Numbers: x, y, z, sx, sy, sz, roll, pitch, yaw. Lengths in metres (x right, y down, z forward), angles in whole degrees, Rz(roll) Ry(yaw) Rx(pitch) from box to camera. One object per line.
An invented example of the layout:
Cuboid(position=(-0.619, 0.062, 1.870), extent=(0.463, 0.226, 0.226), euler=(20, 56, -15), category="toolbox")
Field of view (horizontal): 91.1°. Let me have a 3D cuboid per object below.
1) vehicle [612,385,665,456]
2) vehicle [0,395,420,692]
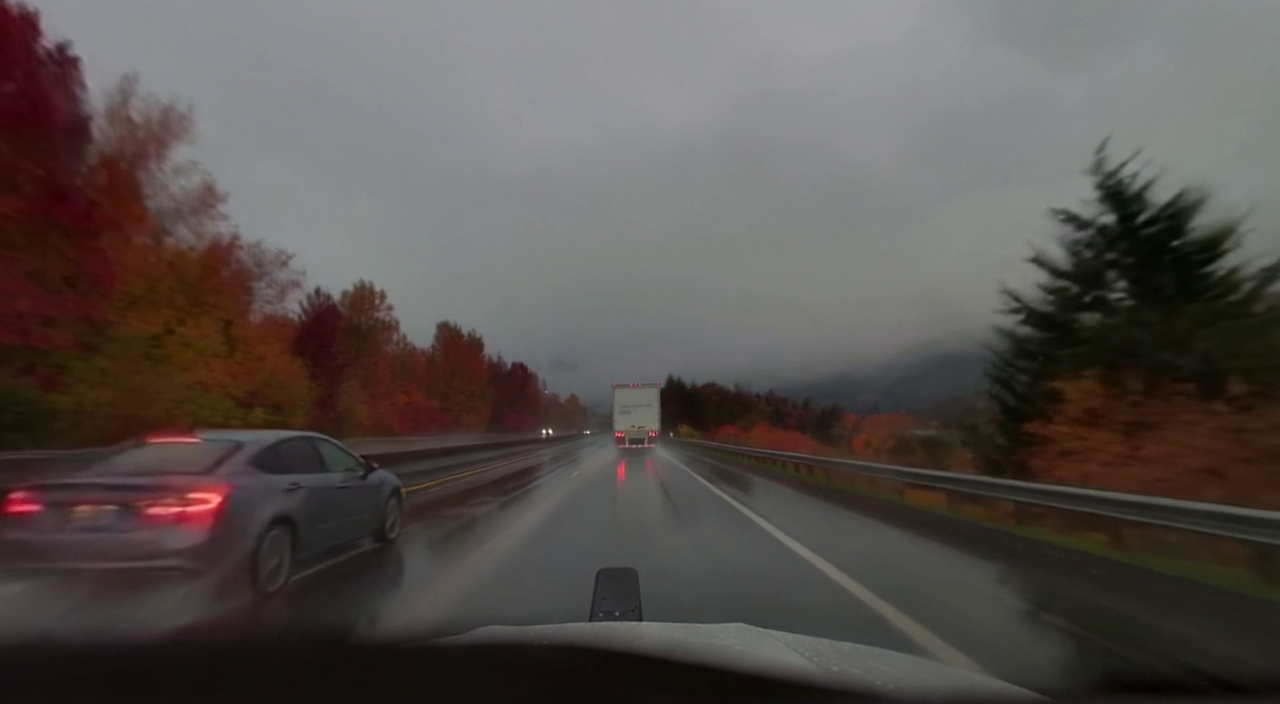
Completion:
Cuboid(position=(-0.276, 4.709, 41.764), extent=(3.013, 4.016, 11.496), euler=(0, -8, -2), category="vehicle")
Cuboid(position=(-3.755, 1.262, 5.364), extent=(2.217, 1.495, 4.245), euler=(0, -8, 0), category="vehicle")
